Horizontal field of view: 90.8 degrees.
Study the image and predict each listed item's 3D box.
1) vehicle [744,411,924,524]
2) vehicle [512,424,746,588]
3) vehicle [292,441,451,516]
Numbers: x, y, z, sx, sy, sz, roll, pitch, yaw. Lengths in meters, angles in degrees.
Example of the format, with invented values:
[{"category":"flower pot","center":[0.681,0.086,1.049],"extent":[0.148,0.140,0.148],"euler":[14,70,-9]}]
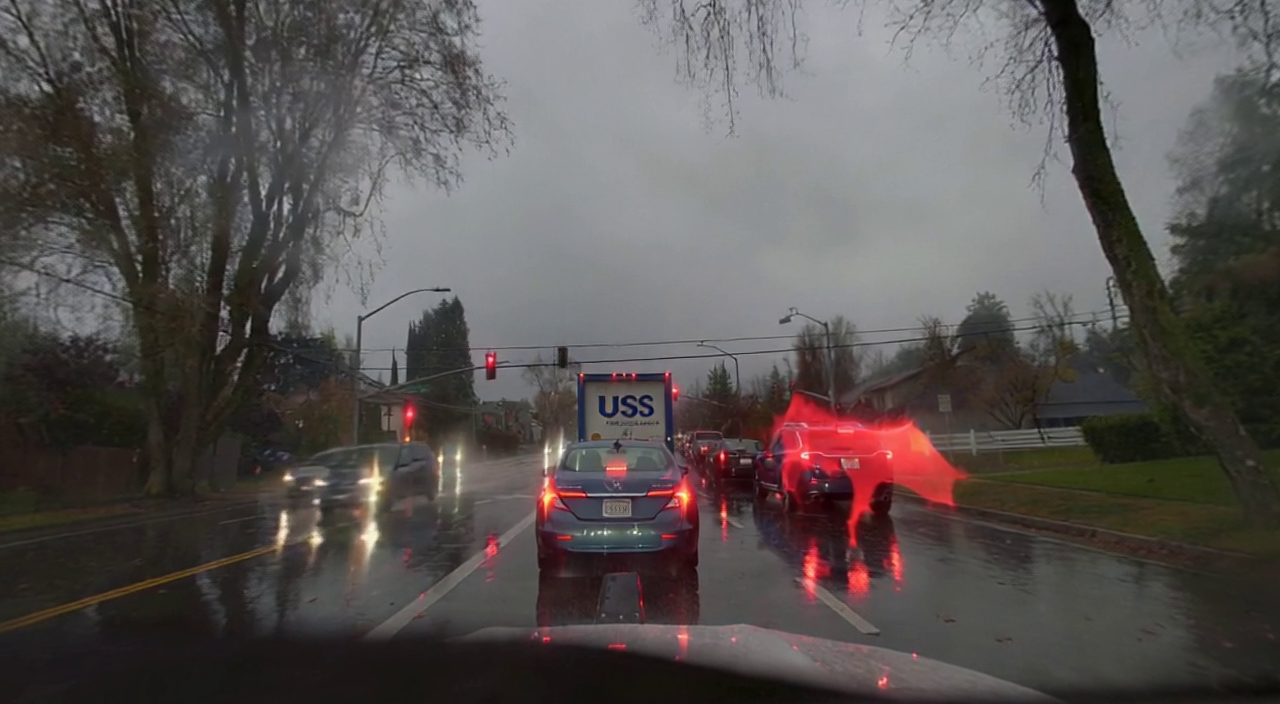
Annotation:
[{"category":"vehicle","center":[3.595,2.248,12.794],"extent":[2.145,1.847,4.524],"euler":[0,-8,0]},{"category":"vehicle","center":[-0.152,1.718,7.937],"extent":[2.135,1.483,4.207],"euler":[0,-8,-2]},{"category":"vehicle","center":[-6.254,2.968,15.439],"extent":[1.800,1.520,4.691],"euler":[0,-8,0]}]
